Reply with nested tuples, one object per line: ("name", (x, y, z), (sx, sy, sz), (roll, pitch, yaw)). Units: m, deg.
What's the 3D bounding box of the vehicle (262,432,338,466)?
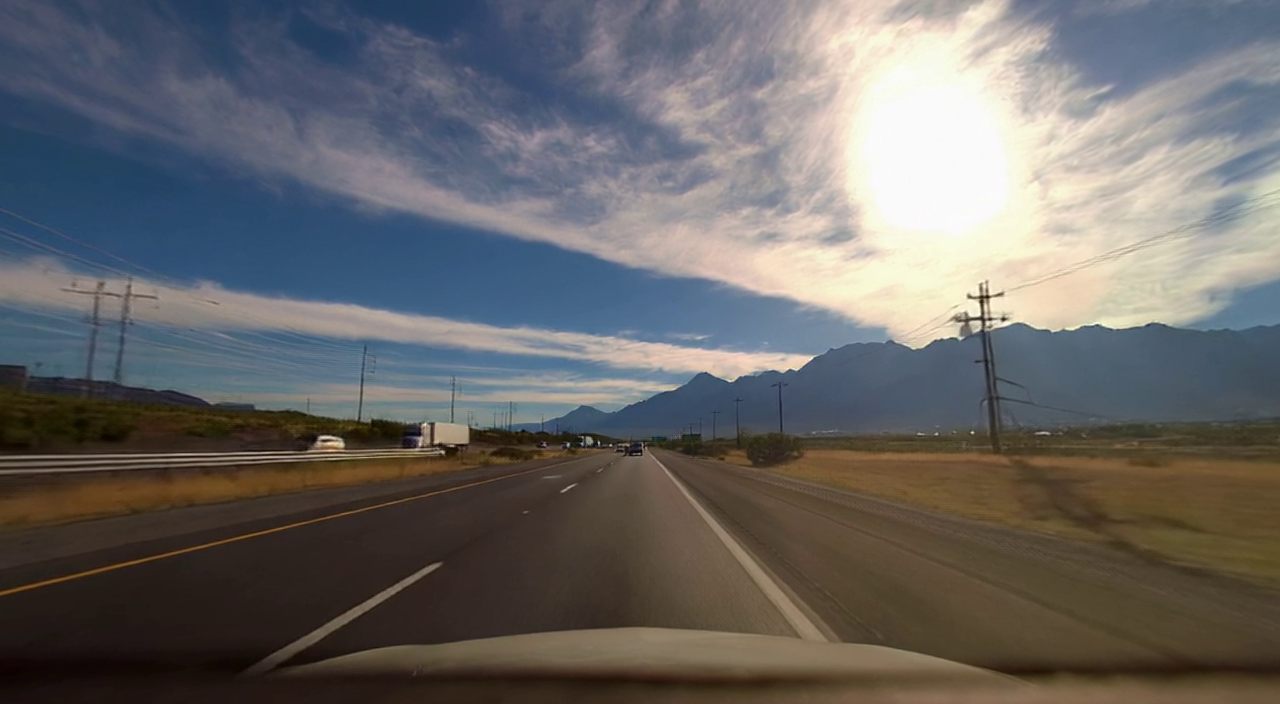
("vehicle", (-21.380, 6.155, 39.881), (2.061, 1.988, 4.636), (0, -8, 2))
